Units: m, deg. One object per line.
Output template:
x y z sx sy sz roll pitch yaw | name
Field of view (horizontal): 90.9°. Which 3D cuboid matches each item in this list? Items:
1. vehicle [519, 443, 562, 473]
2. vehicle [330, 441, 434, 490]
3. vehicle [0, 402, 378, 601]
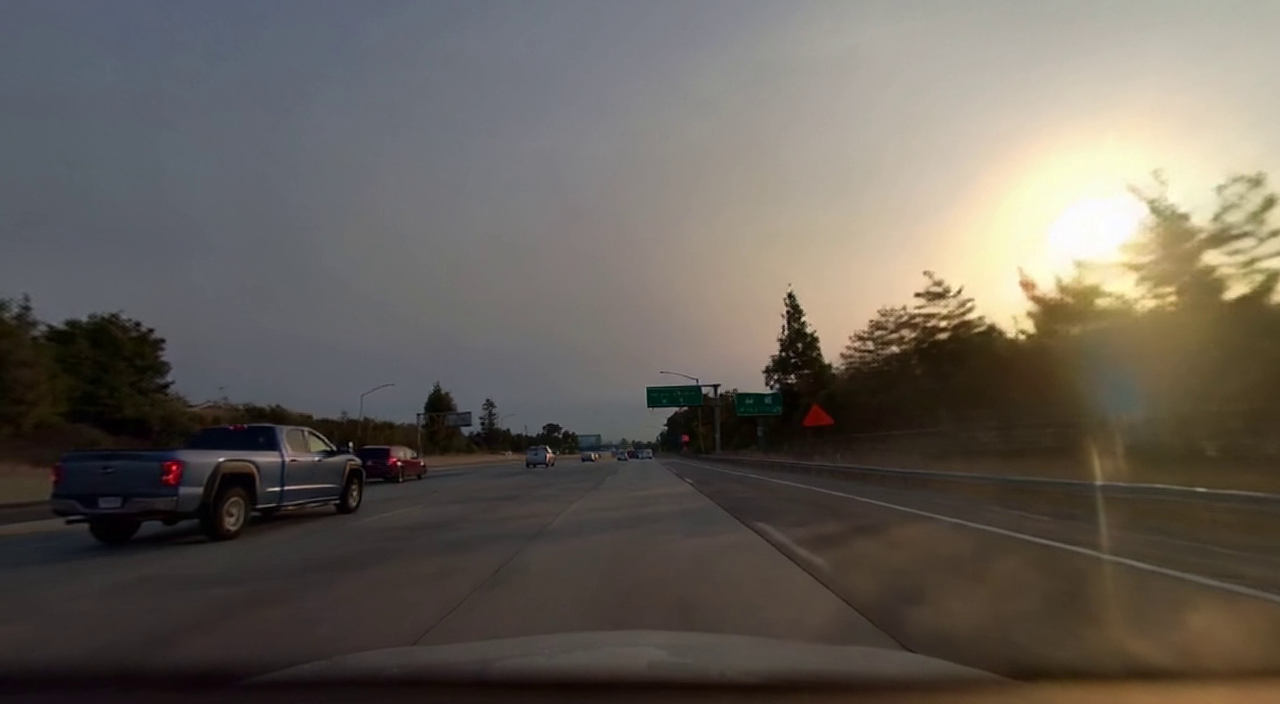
-6.162 6.594 39.610 2.009 1.735 4.358 0 -8 0 | vehicle
-9.773 4.295 24.322 2.060 1.662 4.469 0 -8 1 | vehicle
-6.242 1.804 8.879 2.403 1.773 6.276 0 -8 0 | vehicle
